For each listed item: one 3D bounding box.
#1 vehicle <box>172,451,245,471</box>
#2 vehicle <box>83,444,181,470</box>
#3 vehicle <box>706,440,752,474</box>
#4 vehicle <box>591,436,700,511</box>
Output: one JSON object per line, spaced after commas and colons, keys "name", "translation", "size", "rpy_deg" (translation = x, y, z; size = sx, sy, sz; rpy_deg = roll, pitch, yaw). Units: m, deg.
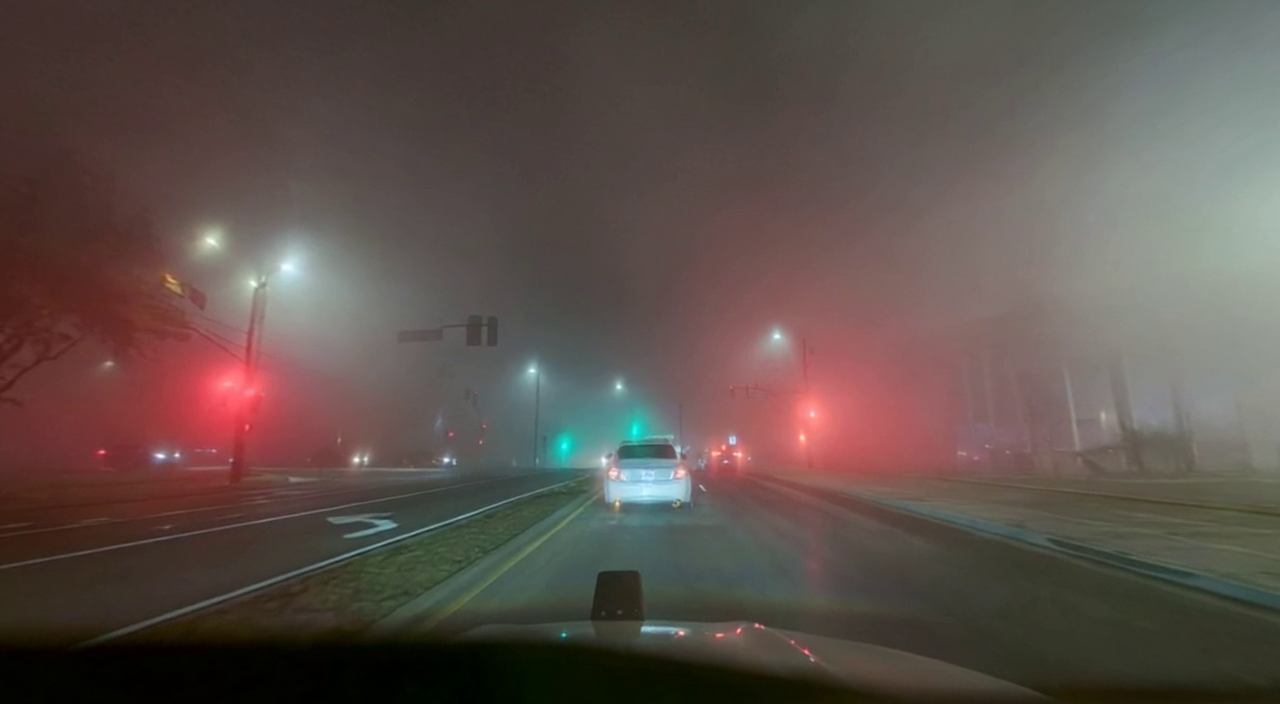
{"name": "vehicle", "translation": [-33.419, 8.449, 49.002], "size": [4.199, 1.432, 1.727], "rpy_deg": [1, -9, -10]}
{"name": "vehicle", "translation": [-35.818, 7.367, 44.654], "size": [4.877, 1.754, 1.978], "rpy_deg": [1, -9, -9]}
{"name": "vehicle", "translation": [5.181, 6.187, 37.552], "size": [2.092, 1.851, 4.913], "rpy_deg": [0, -9, 1]}
{"name": "vehicle", "translation": [0.199, 2.756, 14.836], "size": [2.173, 1.479, 4.264], "rpy_deg": [0, -9, 3]}
